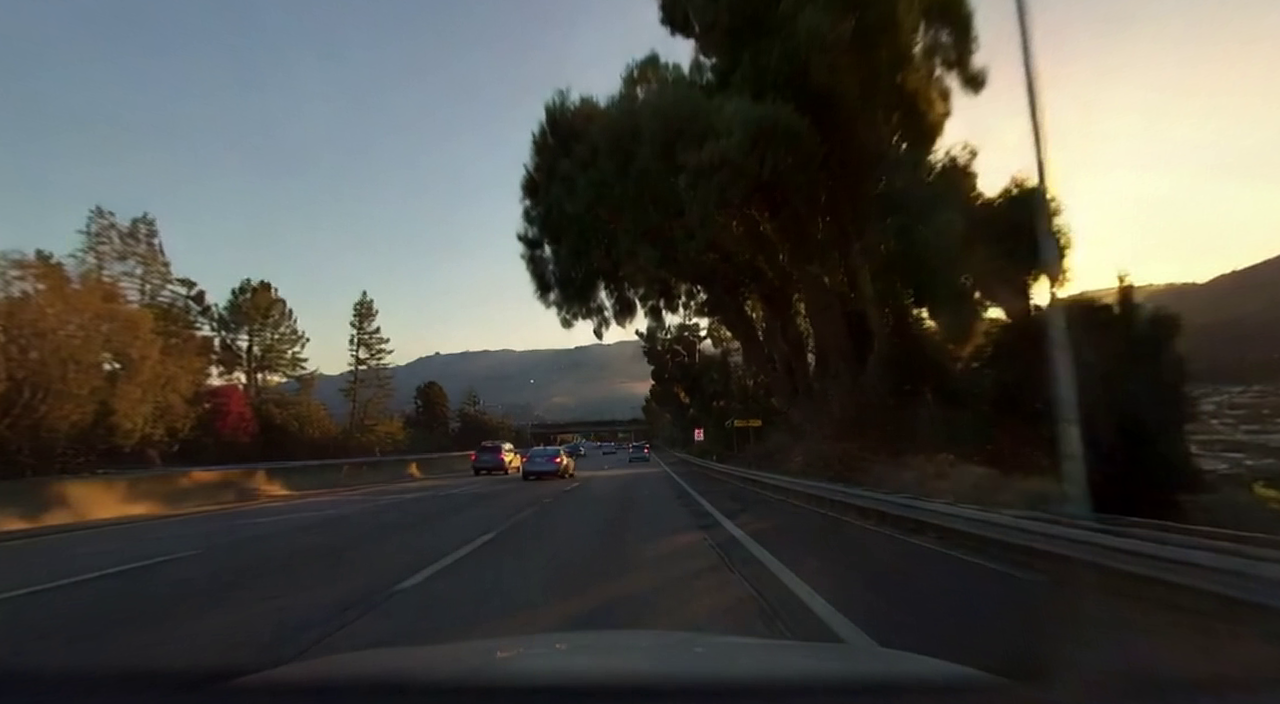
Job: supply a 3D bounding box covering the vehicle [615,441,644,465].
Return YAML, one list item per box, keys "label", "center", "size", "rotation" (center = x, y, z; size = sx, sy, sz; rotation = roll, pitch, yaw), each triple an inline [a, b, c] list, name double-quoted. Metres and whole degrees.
- label: "vehicle"
  center: [-0.772, 7.764, 48.791]
  size: [2.179, 1.742, 4.396]
  rotation: [0, -9, 0]

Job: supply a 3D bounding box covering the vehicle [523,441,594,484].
- label: "vehicle"
  center: [-3.201, 4.465, 25.834]
  size: [2.102, 1.562, 4.884]
  rotation: [-1, -9, 2]

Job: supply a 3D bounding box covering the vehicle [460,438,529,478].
- label: "vehicle"
  center: [-6.962, 5.111, 30.707]
  size: [2.091, 1.795, 4.617]
  rotation: [-1, -9, 2]
